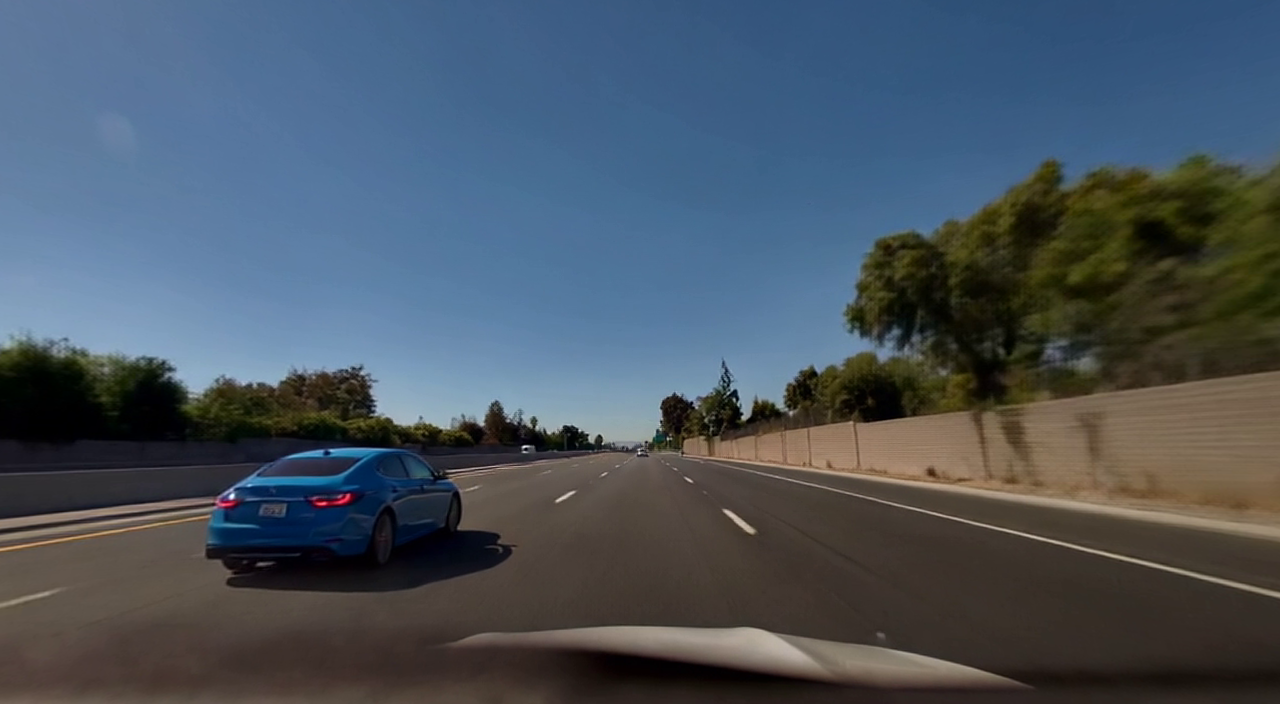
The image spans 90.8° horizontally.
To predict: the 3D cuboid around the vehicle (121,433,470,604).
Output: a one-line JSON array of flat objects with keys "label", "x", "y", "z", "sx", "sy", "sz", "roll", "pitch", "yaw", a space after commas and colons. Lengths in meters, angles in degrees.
[{"label": "vehicle", "x": -3.558, "y": 1.758, "z": 7.510, "sx": 1.935, "sy": 1.479, "sz": 3.787, "roll": 0, "pitch": -9, "yaw": 1}]
